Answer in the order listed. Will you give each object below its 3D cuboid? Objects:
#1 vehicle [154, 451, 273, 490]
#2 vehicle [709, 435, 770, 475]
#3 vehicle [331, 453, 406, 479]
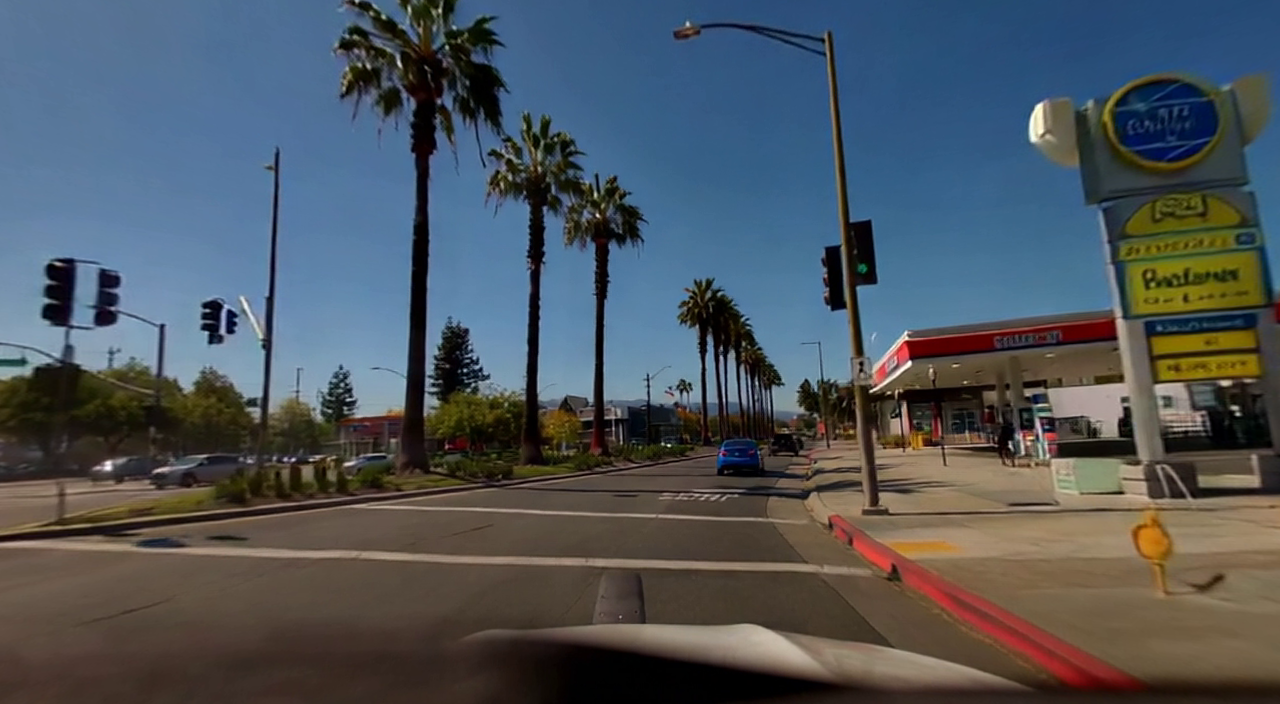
[{"bbox_3d":[-19.979,5.519,29.752,1.884,1.651,4.330,-2,-9,16],"label":"vehicle"},{"bbox_3d":[4.249,4.278,26.275,2.050,1.509,4.148,-2,-9,15],"label":"vehicle"},{"bbox_3d":[-17.160,7.198,40.028,1.825,1.441,4.656,-2,-9,15],"label":"vehicle"}]
